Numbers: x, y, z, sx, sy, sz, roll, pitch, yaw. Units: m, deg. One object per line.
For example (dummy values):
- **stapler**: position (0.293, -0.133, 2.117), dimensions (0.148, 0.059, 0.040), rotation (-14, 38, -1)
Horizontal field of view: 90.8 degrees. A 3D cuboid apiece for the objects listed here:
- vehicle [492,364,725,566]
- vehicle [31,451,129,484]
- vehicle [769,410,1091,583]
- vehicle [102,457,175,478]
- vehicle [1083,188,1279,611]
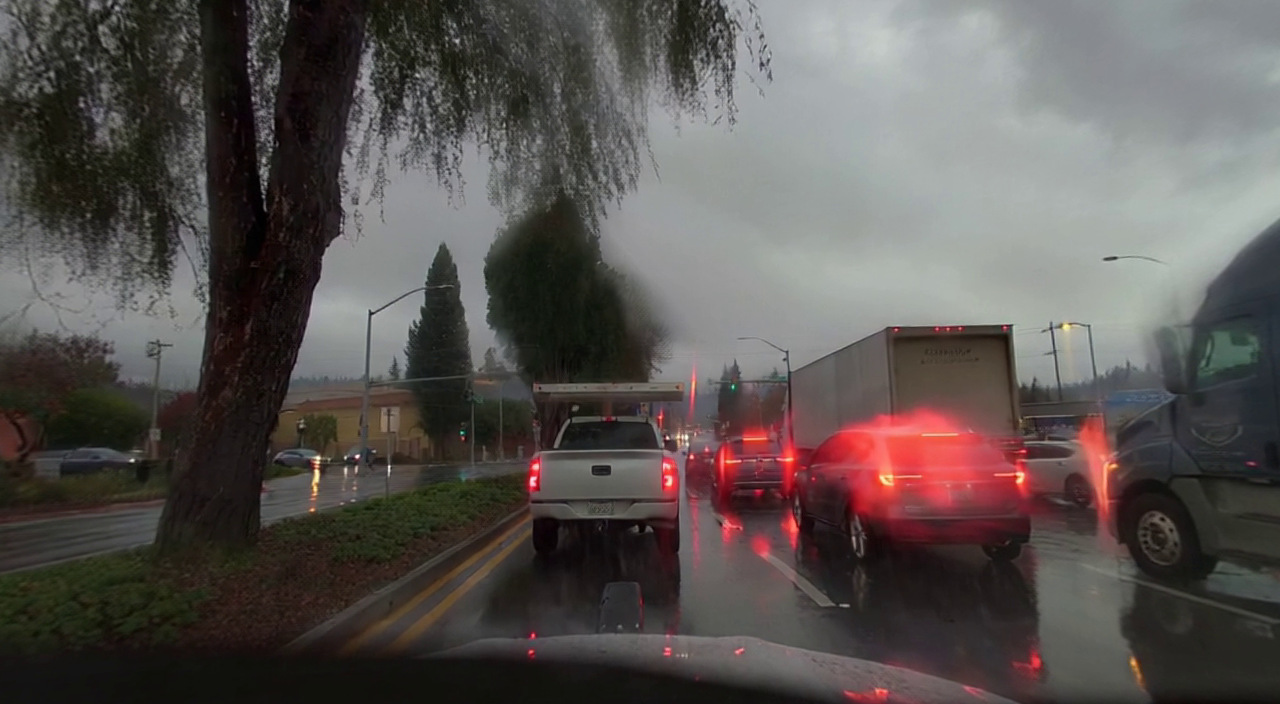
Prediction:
- **vehicle**: position (-0.359, 1.597, 9.464), dimensions (2.499, 2.183, 5.111), rotation (0, -9, 0)
- **vehicle**: position (-28.543, 5.880, 32.382), dimensions (1.730, 1.534, 3.922), rotation (1, -9, -8)
- **vehicle**: position (3.207, 1.719, 8.413), dimensions (1.905, 1.587, 4.998), rotation (0, -9, 0)
- **vehicle**: position (-38.177, 8.782, 48.116), dimensions (4.150, 1.474, 1.826), rotation (-1, -9, 6)
- **vehicle**: position (6.518, 0.114, 3.315), dimensions (2.802, 3.322, 7.429), rotation (0, -9, -1)
